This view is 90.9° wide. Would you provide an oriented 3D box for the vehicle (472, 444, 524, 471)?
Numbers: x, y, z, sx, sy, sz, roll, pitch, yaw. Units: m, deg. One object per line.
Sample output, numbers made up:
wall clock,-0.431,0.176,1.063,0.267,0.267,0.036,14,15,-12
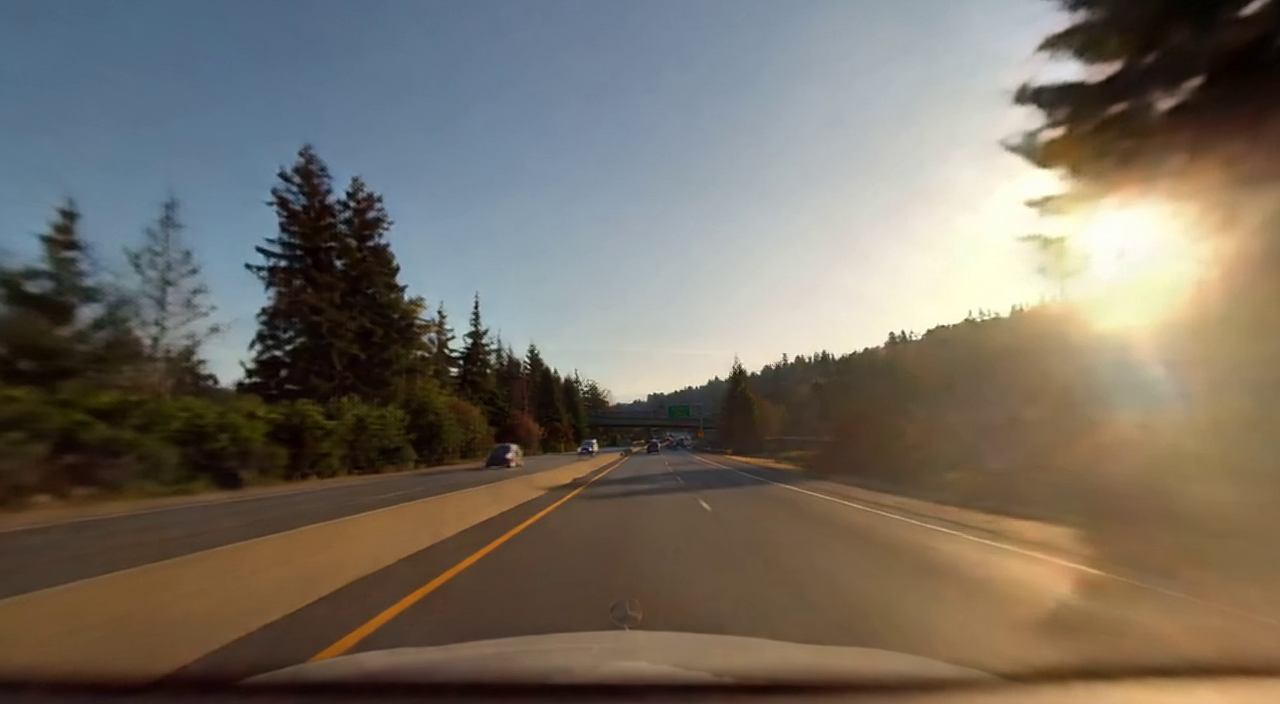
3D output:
vehicle,-8.645,6.444,38.740,2.040,1.491,4.606,0,-9,1
